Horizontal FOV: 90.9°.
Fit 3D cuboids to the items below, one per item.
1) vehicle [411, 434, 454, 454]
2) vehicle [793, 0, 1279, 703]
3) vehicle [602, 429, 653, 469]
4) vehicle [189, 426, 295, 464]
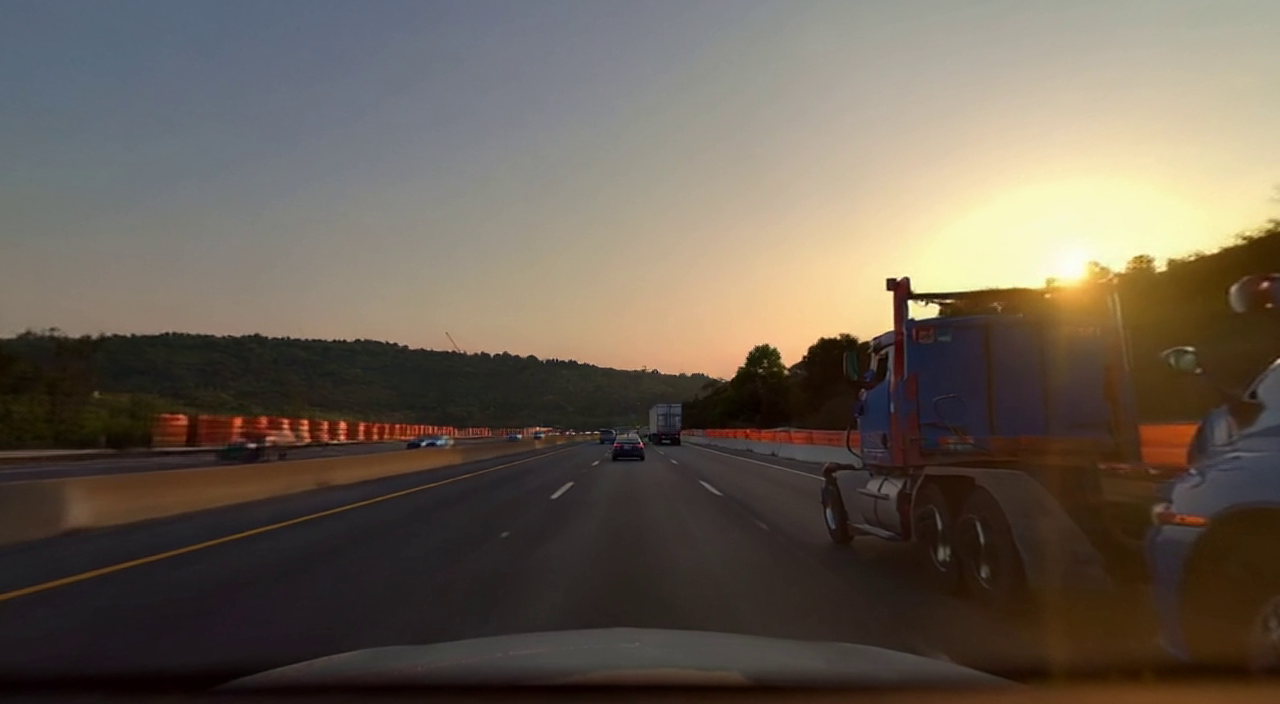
[{"bbox_3d":[-15.711,6.980,47.967,1.845,1.459,4.153,0,-8,0],"label":"vehicle"},{"bbox_3d":[3.522,-0.059,2.296,2.919,3.634,10.888,0,-8,-1],"label":"vehicle"},{"bbox_3d":[-0.494,3.914,25.631,1.929,1.469,3.677,0,-8,-1],"label":"vehicle"},{"bbox_3d":[-20.095,4.719,32.180,1.975,1.769,5.289,0,-8,0],"label":"vehicle"}]
